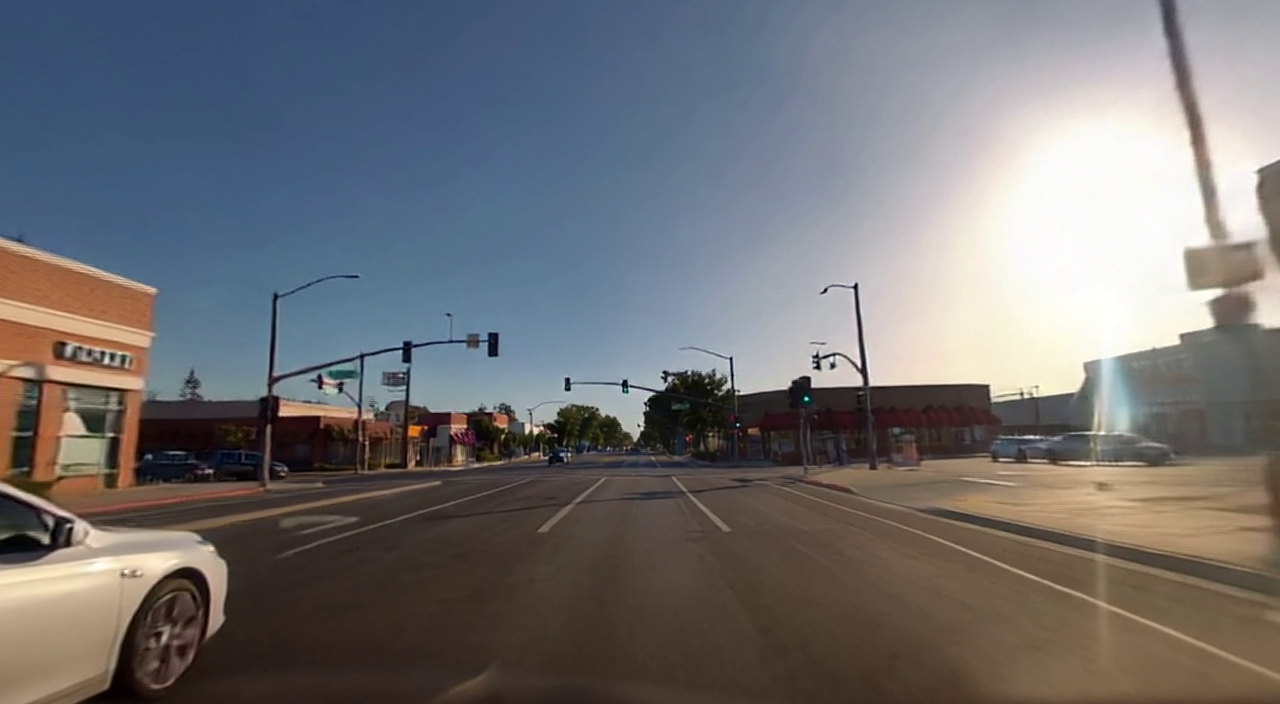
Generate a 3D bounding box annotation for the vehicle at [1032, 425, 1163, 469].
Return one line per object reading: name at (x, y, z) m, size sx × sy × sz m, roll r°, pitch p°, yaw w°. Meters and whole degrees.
vehicle at (18.698, 3.924, 26.119) m, size 1.879 × 1.643 × 4.484 m, roll 0°, pitch -9°, yaw -3°

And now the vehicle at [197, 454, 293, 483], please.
vehicle at (-25.134, 7.416, 40.321) m, size 4.727 × 1.719 × 2.095 m, roll -1°, pitch -9°, yaw 2°
